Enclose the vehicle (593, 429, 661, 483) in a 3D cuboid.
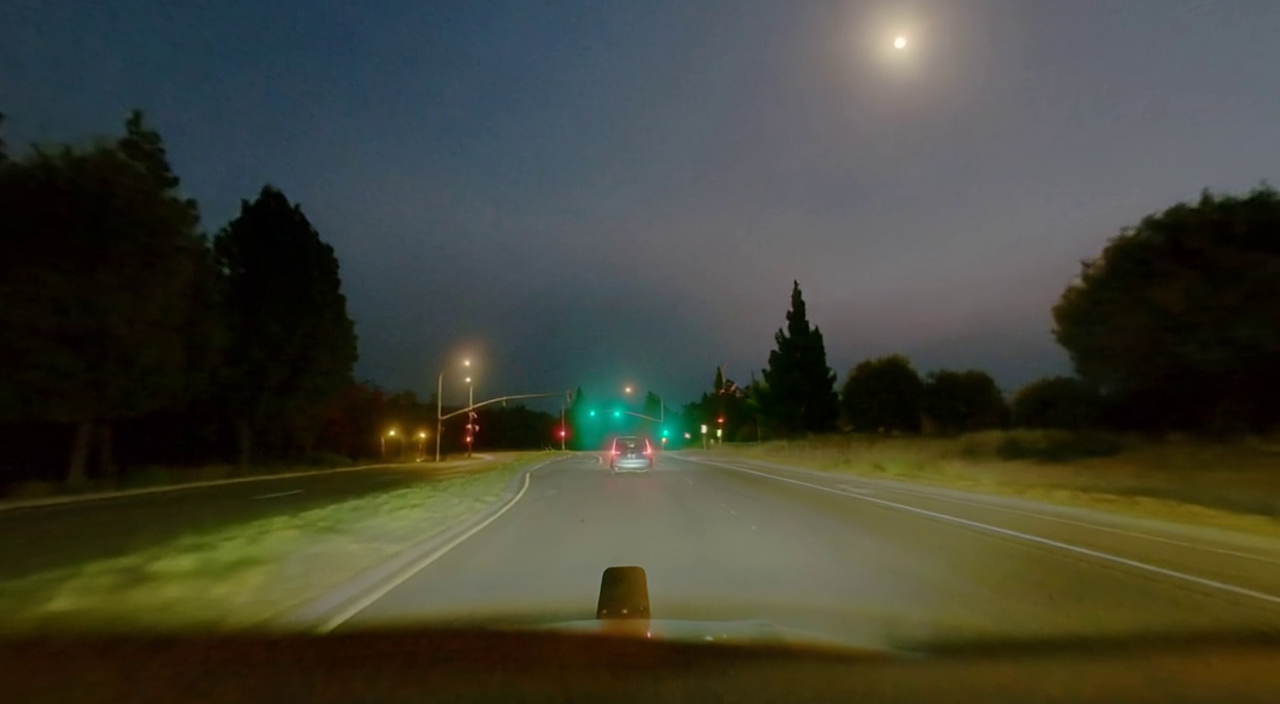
[{"bbox_3d":[-0.456,3.704,22.652,2.192,1.734,4.176,0,-8,-1],"label":"vehicle"}]
